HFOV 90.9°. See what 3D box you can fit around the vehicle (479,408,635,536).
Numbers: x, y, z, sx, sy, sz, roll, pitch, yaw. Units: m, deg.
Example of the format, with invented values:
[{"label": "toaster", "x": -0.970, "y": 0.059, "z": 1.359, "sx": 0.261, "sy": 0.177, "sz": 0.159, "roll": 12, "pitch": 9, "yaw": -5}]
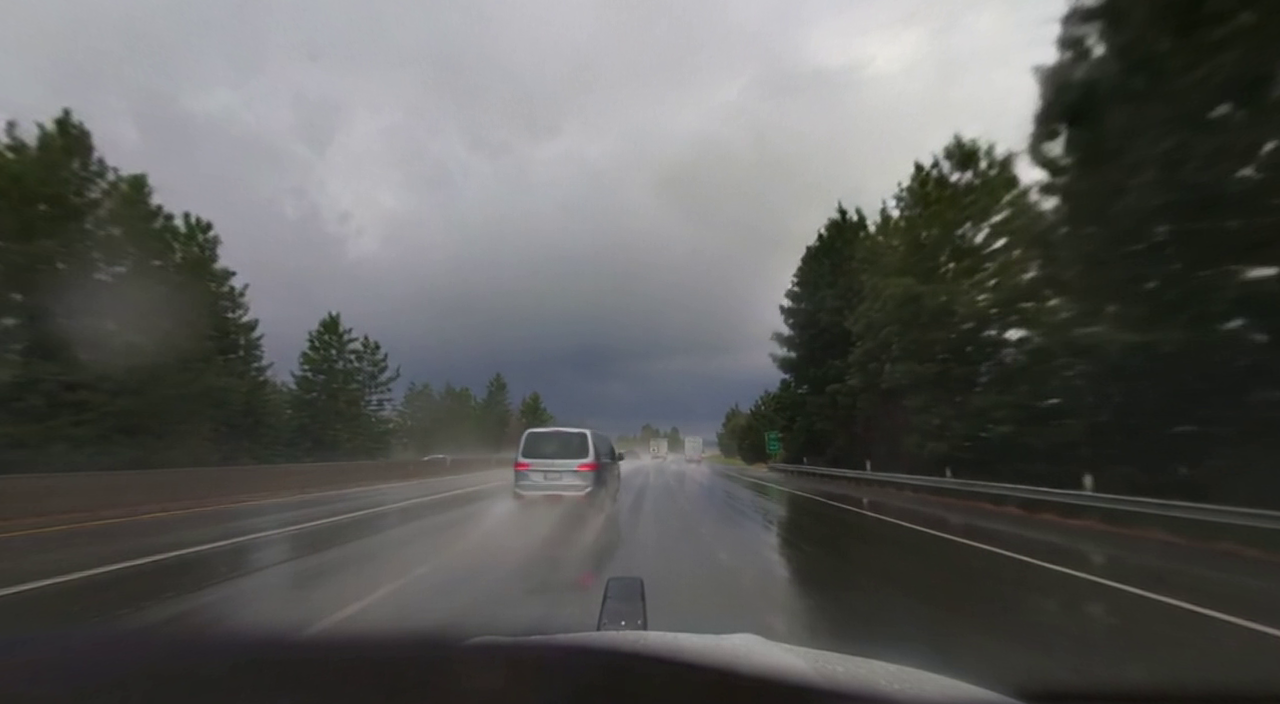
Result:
[{"label": "vehicle", "x": -1.361, "y": 2.330, "z": 12.670, "sx": 2.219, "sy": 2.033, "sz": 4.911, "roll": -1, "pitch": -9, "yaw": 3}]
